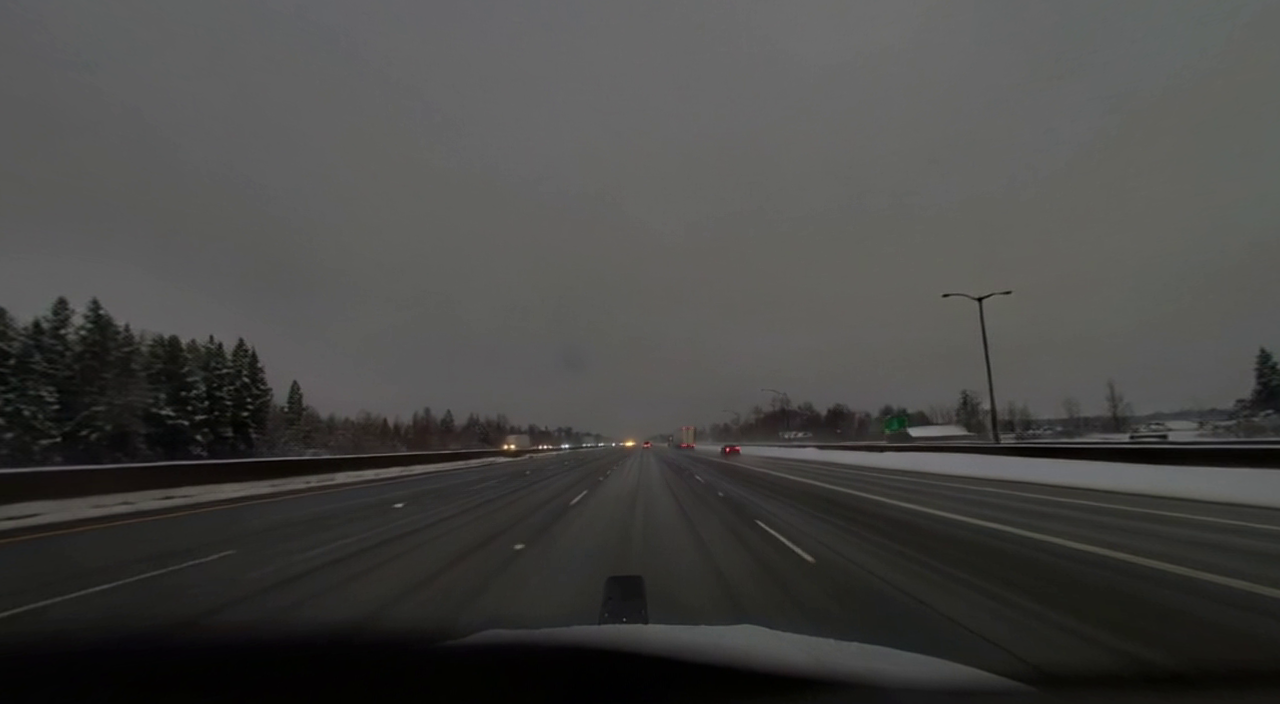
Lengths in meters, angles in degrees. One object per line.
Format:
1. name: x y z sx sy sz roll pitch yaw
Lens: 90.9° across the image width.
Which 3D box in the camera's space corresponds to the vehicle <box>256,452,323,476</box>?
1. vehicle: -24.380 7.811 44.096 1.933 1.476 4.830 0 -8 -1
